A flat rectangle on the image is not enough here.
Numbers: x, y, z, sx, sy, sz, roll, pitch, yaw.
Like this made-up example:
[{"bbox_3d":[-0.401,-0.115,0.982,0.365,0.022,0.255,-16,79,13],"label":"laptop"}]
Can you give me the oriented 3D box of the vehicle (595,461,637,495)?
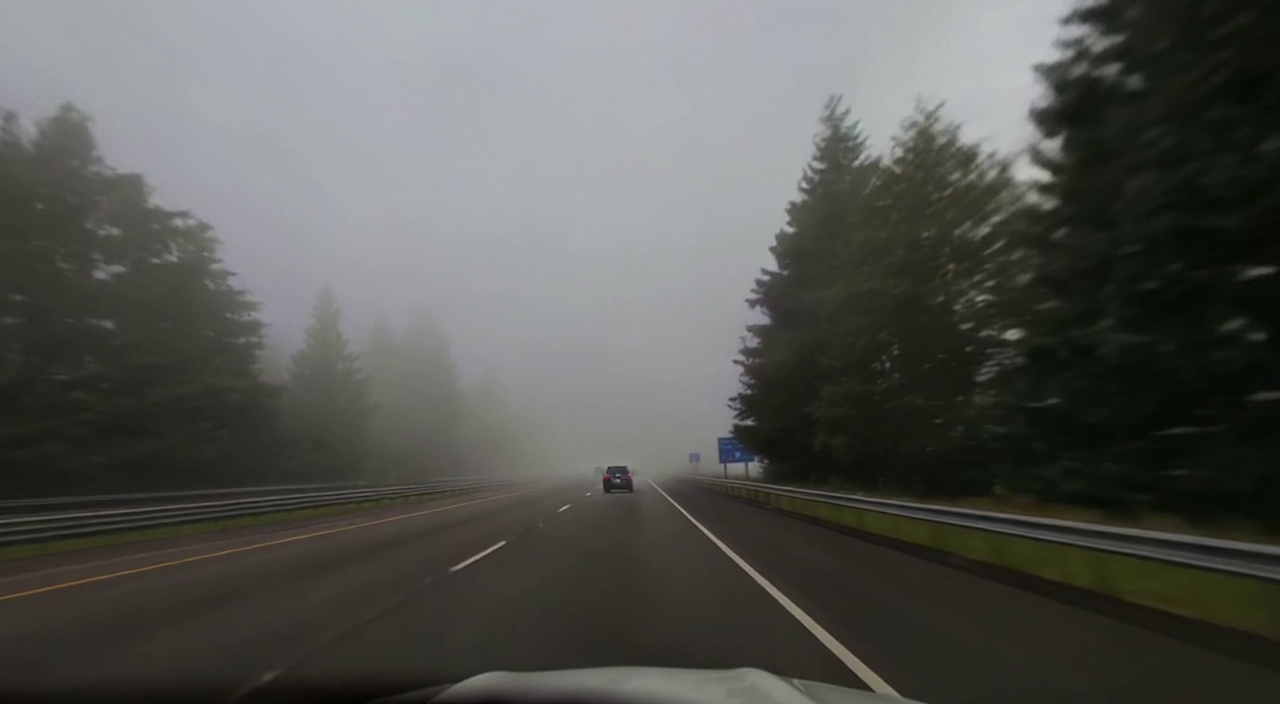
[{"bbox_3d":[-1.251,6.891,34.625,2.107,1.668,4.554,1,-11,0],"label":"vehicle"}]
